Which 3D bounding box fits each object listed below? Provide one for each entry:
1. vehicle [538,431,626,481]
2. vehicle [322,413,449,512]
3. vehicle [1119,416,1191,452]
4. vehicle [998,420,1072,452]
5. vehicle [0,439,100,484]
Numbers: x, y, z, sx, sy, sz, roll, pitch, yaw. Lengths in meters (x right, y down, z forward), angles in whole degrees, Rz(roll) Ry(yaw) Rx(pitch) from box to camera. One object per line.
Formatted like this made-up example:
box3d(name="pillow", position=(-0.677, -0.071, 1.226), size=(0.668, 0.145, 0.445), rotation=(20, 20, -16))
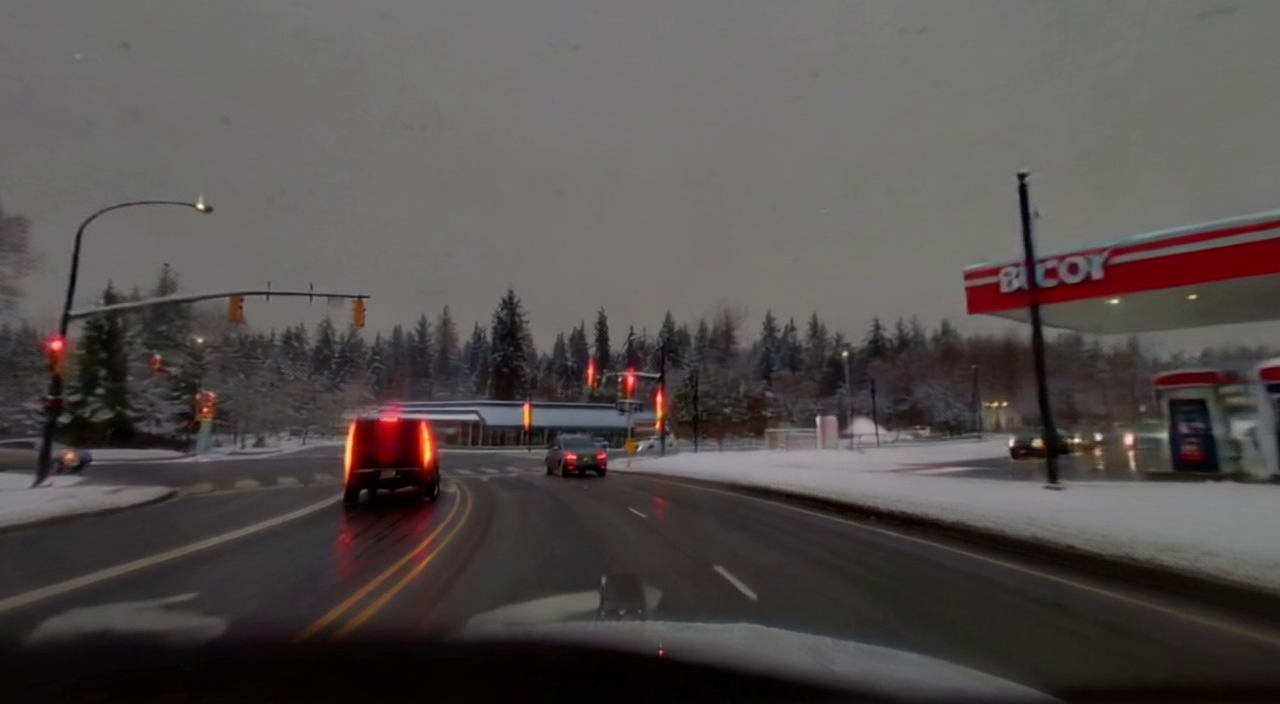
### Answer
box3d(name="vehicle", position=(-2.527, 4.259, 26.055), size=(2.202, 1.822, 4.826), rotation=(4, -9, -23))
box3d(name="vehicle", position=(-6.002, 2.658, 15.510), size=(2.254, 2.006, 4.766), rotation=(3, -9, -15))
box3d(name="vehicle", position=(27.134, 4.375, 33.144), size=(4.422, 1.752, 1.988), rotation=(7, -11, -39))
box3d(name="vehicle", position=(23.096, 4.945, 36.734), size=(4.595, 1.764, 2.160), rotation=(7, -11, -38))
box3d(name="vehicle", position=(-25.524, 4.471, 25.783), size=(4.632, 1.757, 2.073), rotation=(4, -9, -24))
